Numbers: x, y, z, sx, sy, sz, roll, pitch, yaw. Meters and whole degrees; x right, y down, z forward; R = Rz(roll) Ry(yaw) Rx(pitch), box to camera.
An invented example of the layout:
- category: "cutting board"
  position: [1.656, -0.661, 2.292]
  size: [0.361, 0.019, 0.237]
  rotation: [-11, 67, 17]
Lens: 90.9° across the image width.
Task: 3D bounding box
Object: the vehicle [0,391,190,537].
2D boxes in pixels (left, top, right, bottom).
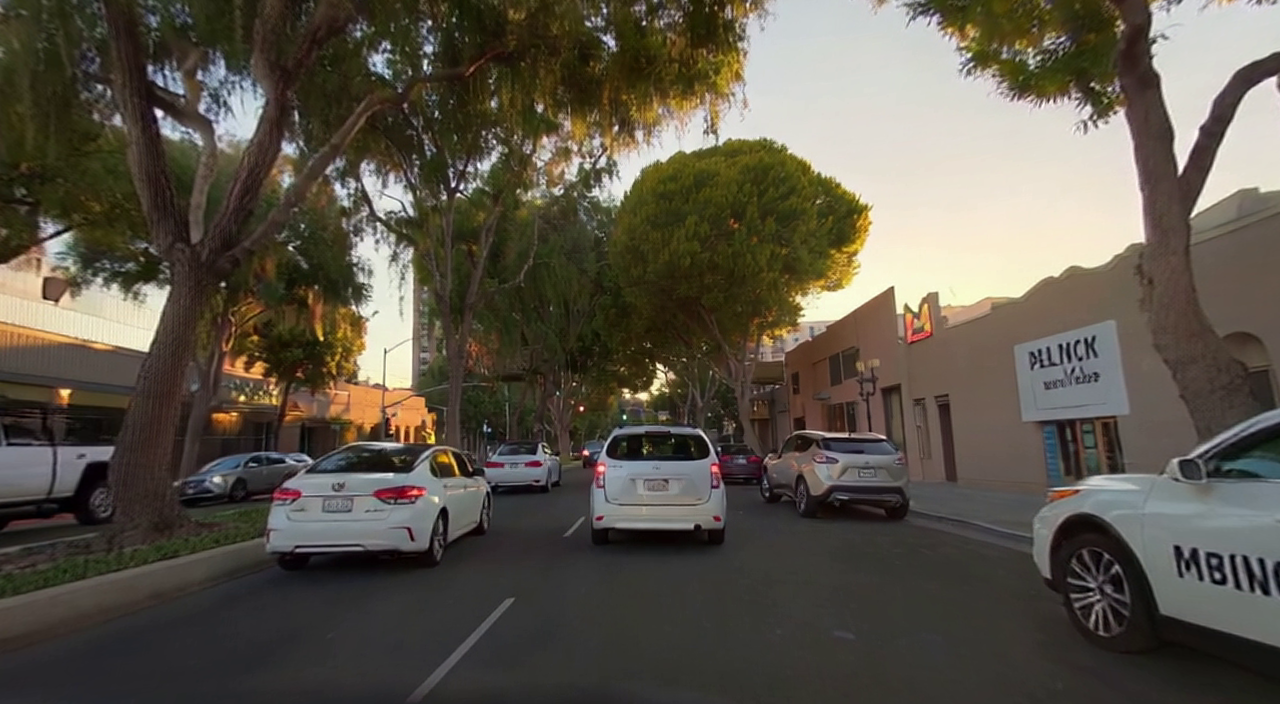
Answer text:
- category: "vehicle"
  position: [-14.434, 2.396, 13.570]
  size: [2.646, 2.977, 9.228]
  rotation: [-1, -7, 1]

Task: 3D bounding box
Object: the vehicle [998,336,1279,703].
- category: "vehicle"
  position: [4.049, 0.841, 2.724]
  size: [1.987, 1.877, 5.330]
  rotation: [0, -9, 2]

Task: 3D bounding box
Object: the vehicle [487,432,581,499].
- category: "vehicle"
  position: [-3.099, 3.446, 19.549]
  size: [2.135, 1.806, 4.514]
  rotation: [0, -9, 0]

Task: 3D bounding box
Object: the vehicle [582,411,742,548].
- category: "vehicle"
  position: [0.282, 1.968, 10.276]
  size: [2.075, 1.770, 4.018]
  rotation: [0, -9, 0]

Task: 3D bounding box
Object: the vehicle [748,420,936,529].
- category: "vehicle"
  position: [4.048, 2.586, 13.989]
  size: [2.038, 1.865, 5.786]
  rotation: [1, -9, -3]

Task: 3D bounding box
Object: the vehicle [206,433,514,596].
- category: "vehicle"
  position: [-2.987, 1.806, 7.941]
  size: [1.908, 1.474, 4.257]
  rotation: [0, -9, 0]
